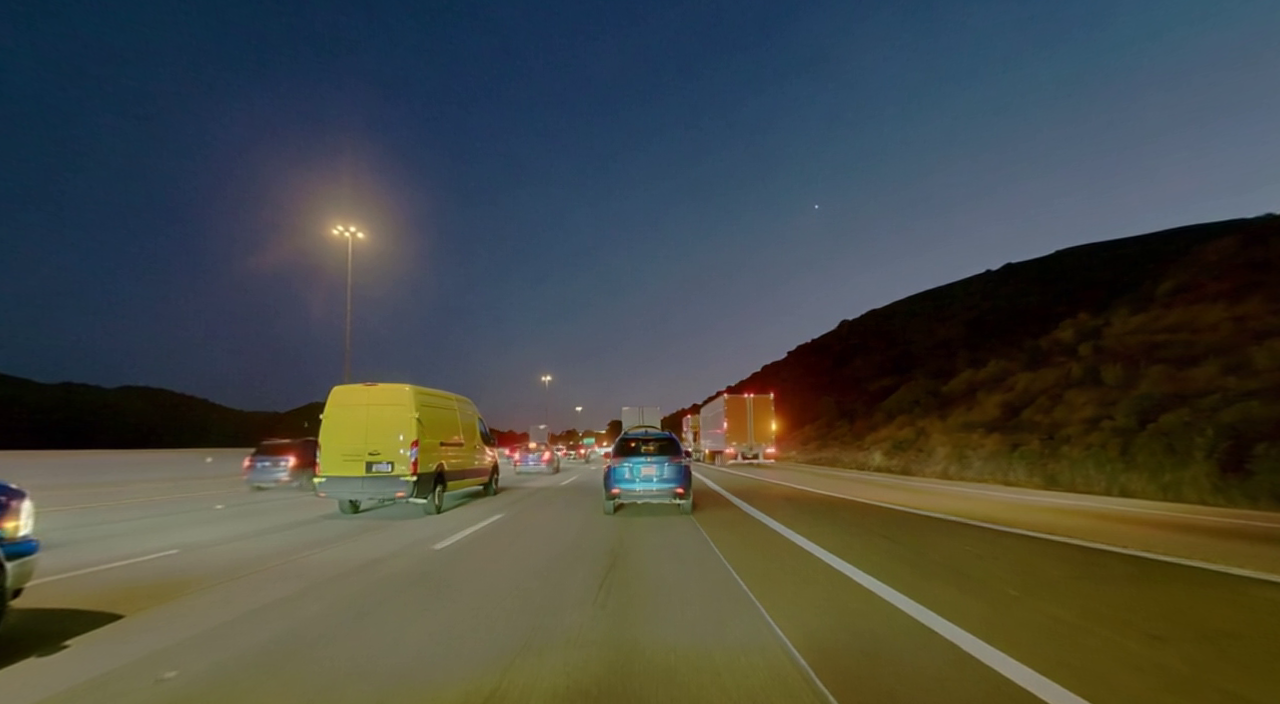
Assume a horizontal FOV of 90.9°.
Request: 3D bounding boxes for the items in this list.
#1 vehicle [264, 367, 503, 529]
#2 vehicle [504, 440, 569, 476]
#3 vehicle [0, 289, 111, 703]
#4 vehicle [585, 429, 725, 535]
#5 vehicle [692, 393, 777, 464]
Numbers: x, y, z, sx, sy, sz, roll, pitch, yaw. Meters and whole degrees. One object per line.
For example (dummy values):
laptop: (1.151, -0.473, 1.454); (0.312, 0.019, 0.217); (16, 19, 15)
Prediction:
vehicle: (-4.643, 1.908, 12.779); (2.300, 2.522, 5.701); (0, -8, 1)
vehicle: (-4.440, 4.627, 27.786); (2.007, 1.457, 4.447); (0, -8, 1)
vehicle: (-4.265, 0.425, 0.927); (2.195, 2.086, 5.445); (0, -8, 0)
vehicle: (0.173, 2.161, 11.099); (2.003, 1.499, 3.930); (0, -8, -1)
vehicle: (6.387, 5.826, 46.555); (2.989, 4.277, 16.586); (0, -8, -3)
